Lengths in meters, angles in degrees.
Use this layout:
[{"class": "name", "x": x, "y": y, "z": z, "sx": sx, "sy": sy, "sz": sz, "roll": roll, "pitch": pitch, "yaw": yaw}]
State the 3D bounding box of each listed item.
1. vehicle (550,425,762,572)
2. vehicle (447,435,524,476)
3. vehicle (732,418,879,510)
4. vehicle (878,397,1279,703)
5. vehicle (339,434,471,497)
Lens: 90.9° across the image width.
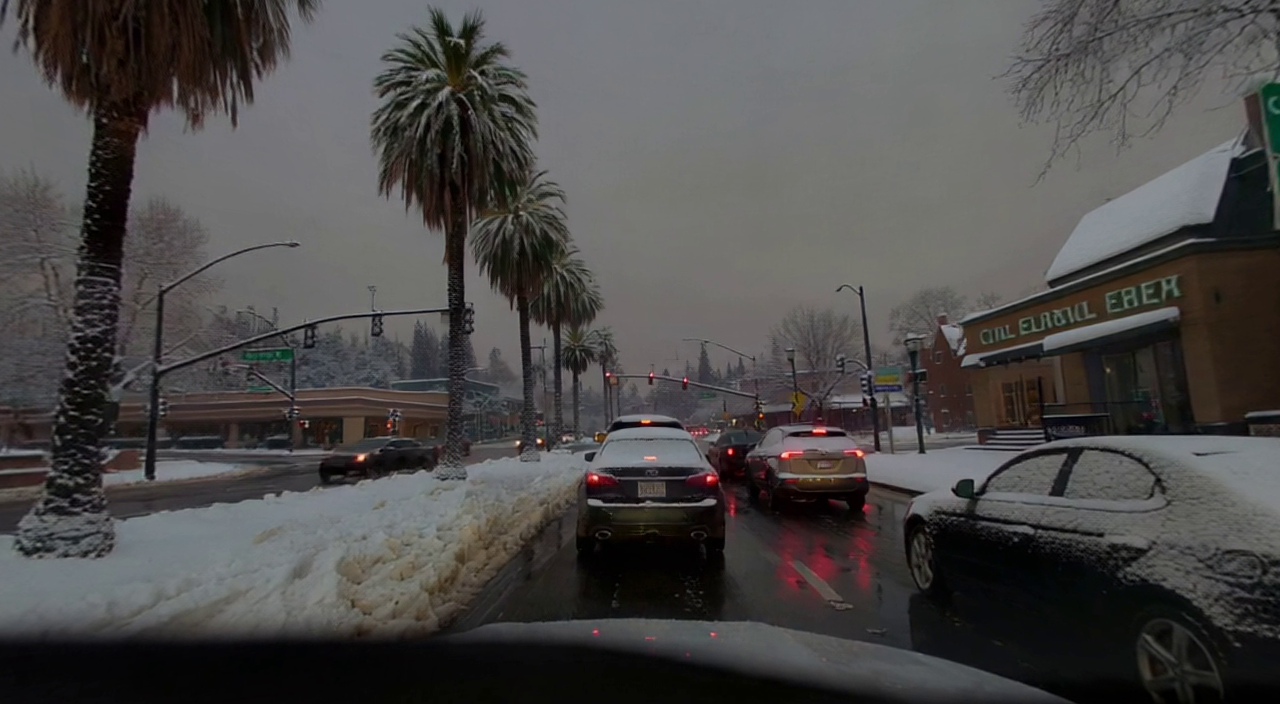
[{"class": "vehicle", "x": 0.174, "y": 1.787, "z": 8.460, "sx": 2.140, "sy": 1.474, "sz": 4.026, "roll": 0, "pitch": -8, "yaw": 0}, {"class": "vehicle", "x": -6.059, "y": 4.103, "z": 25.223, "sx": 1.822, "sy": 1.456, "sz": 4.396, "roll": -1, "pitch": -8, "yaw": 2}, {"class": "vehicle", "x": 3.498, "y": 2.466, "z": 14.302, "sx": 2.169, "sy": 1.751, "sz": 4.276, "roll": 0, "pitch": -8, "yaw": 0}, {"class": "vehicle", "x": 3.545, "y": 1.218, "z": 4.475, "sx": 1.910, "sy": 1.490, "sz": 4.661, "roll": 0, "pitch": -8, "yaw": 1}, {"class": "vehicle", "x": -6.263, "y": 3.057, "z": 17.379, "sx": 1.900, "sy": 1.487, "sz": 4.165, "roll": 0, "pitch": -8, "yaw": 2}]
